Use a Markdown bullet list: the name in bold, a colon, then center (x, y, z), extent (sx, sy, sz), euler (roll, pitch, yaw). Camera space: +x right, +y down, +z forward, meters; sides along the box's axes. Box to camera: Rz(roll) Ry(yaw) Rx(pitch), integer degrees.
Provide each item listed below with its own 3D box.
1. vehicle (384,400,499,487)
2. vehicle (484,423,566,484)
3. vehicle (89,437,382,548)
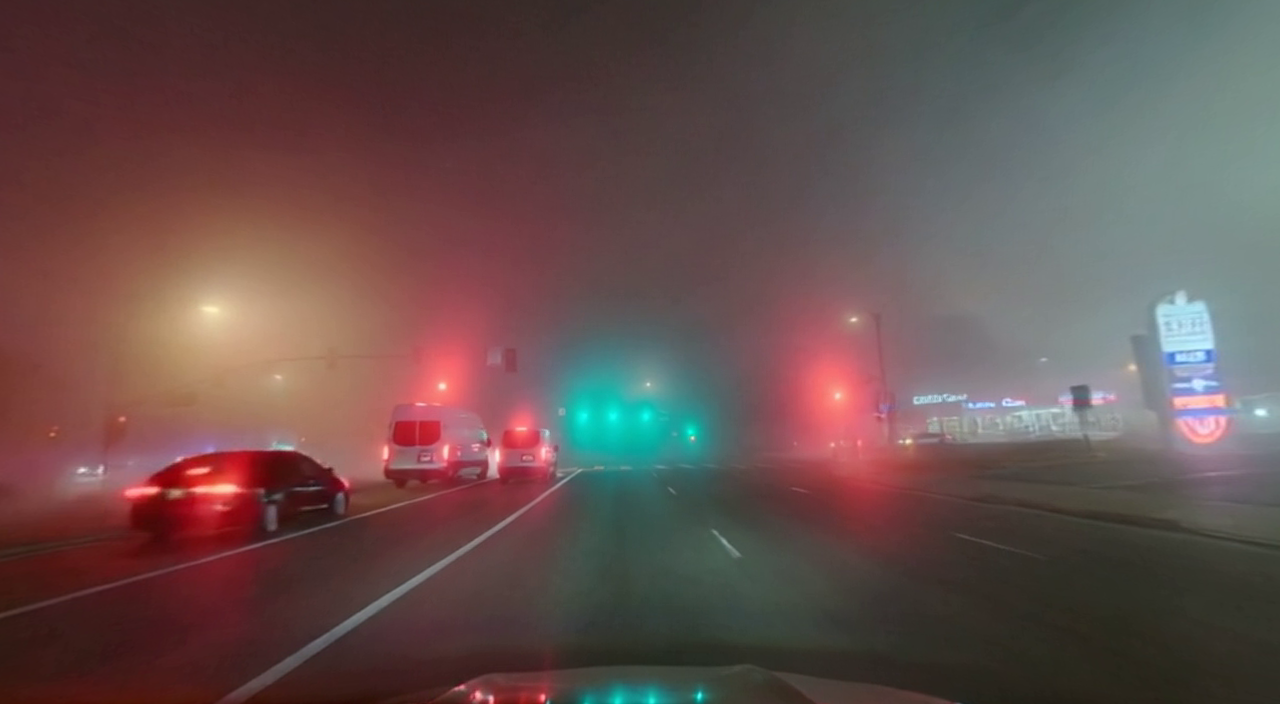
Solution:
- **vehicle**: center (-6.839, 3.257, 22.637), extent (2.405, 2.696, 5.561), euler (0, -8, -2)
- **vehicle**: center (-4.132, 3.775, 23.737), extent (2.206, 2.007, 5.190), euler (0, -8, -1)
- **vehicle**: center (-6.480, 2.252, 11.010), extent (1.993, 1.490, 4.768), euler (0, -8, -1)
